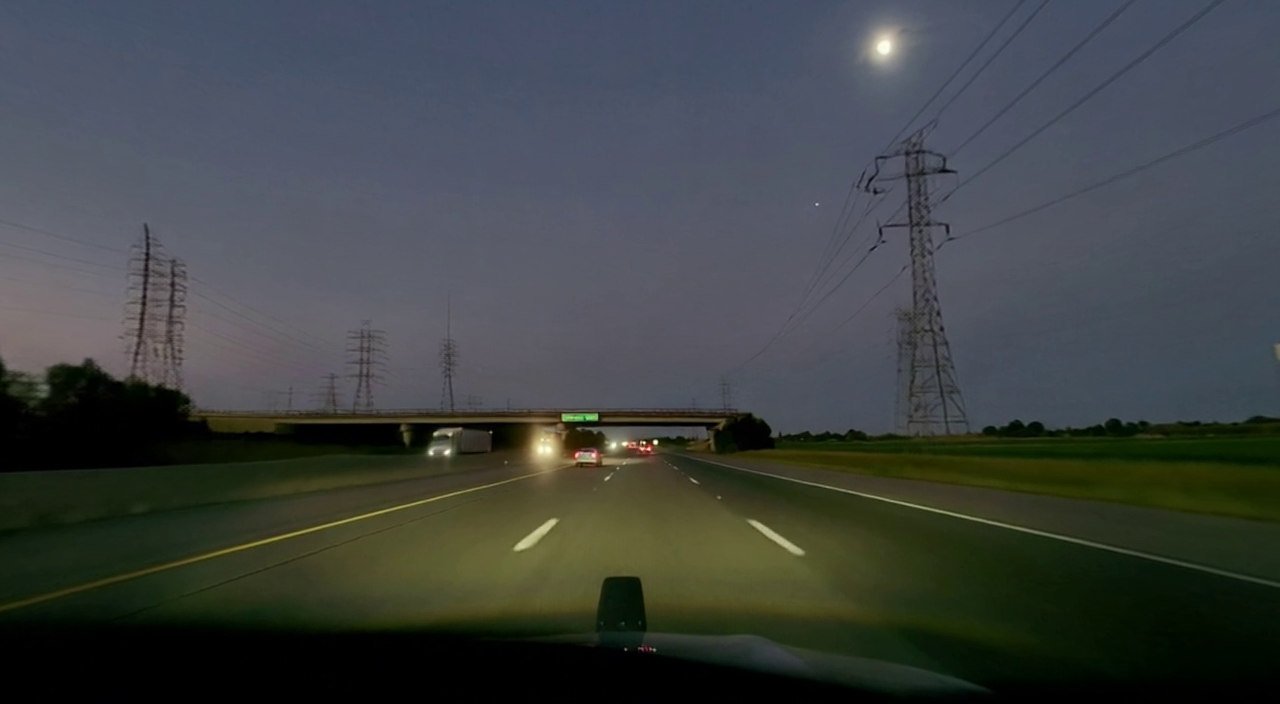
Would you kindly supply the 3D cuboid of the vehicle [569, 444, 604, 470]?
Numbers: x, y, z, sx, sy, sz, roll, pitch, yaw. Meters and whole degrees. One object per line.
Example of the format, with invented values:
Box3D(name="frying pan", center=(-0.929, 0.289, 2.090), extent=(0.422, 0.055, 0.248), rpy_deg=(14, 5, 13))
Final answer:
Box3D(name="vehicle", center=(-3.493, 6.898, 41.532), extent=(1.924, 1.550, 4.165), rpy_deg=(-1, -9, 0))
